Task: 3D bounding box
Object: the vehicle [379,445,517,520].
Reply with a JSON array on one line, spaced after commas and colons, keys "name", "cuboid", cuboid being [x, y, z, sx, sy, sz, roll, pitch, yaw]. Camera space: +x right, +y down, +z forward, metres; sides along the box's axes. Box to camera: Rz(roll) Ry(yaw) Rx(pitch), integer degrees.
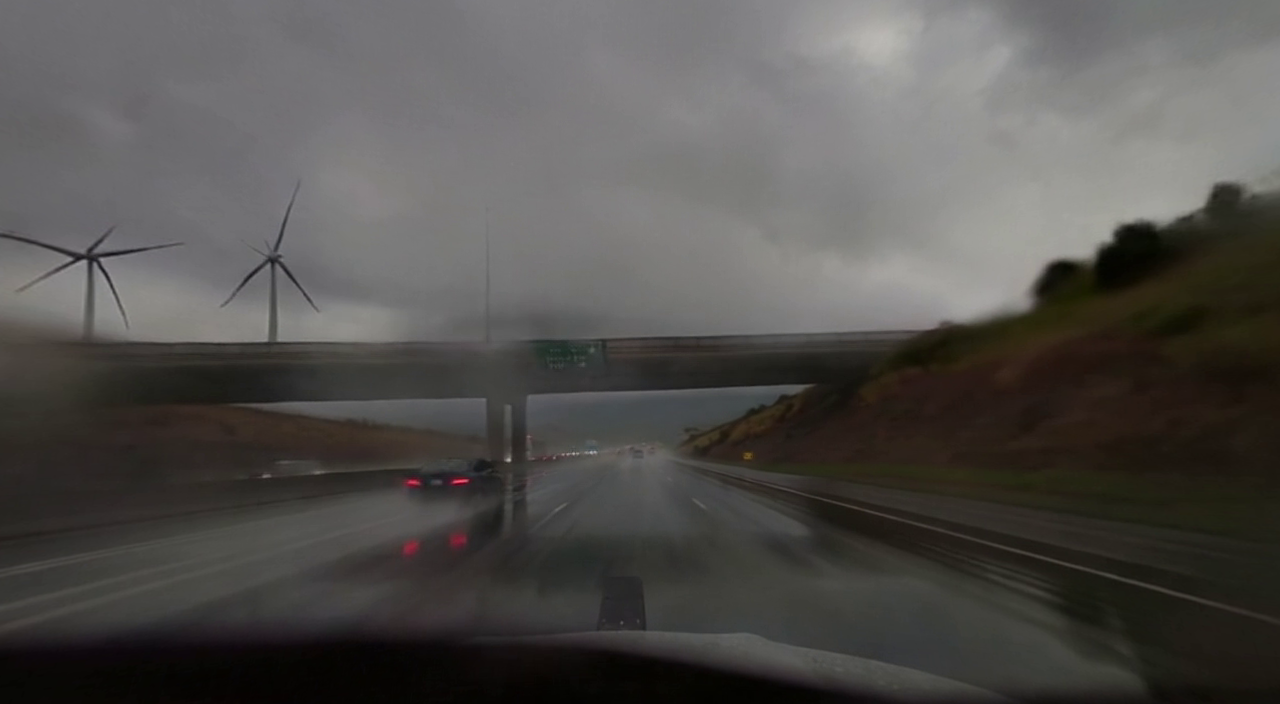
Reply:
[{"name": "vehicle", "cuboid": [-4.286, 2.964, 14.838, 1.921, 1.481, 4.120, 0, -9, 0]}]
